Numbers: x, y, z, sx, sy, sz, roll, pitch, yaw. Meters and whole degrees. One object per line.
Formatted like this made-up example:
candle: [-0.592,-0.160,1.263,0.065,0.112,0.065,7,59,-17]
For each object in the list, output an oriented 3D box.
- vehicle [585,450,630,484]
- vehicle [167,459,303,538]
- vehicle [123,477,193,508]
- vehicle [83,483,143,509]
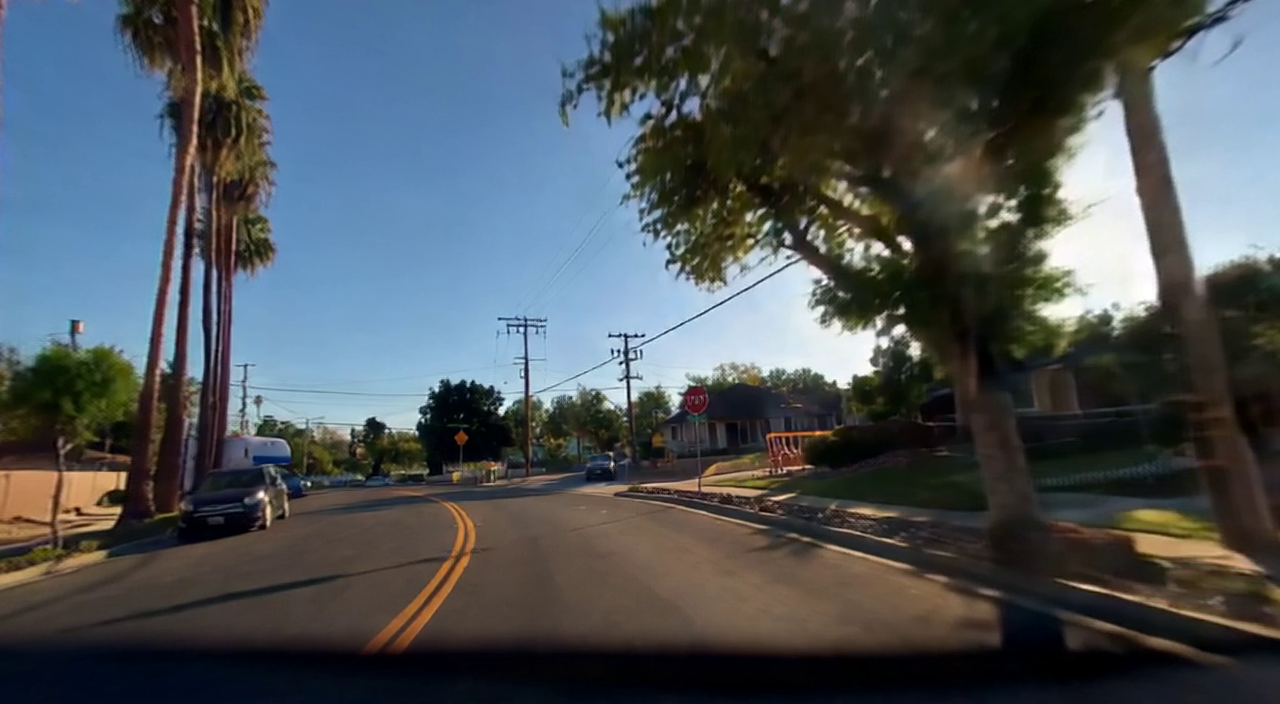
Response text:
vehicle: [-2.192,7.360,40.837,2.508,1.887,5.930,0,-8,-7]
vehicle: [-9.961,3.541,15.944,2.085,1.545,4.340,3,-9,-23]
vehicle: [-32.059,9.273,42.013,4.527,1.732,2.059,-5,-10,31]
vehicle: [-37.591,10.221,45.020,4.164,1.504,2.025,-6,-10,33]
